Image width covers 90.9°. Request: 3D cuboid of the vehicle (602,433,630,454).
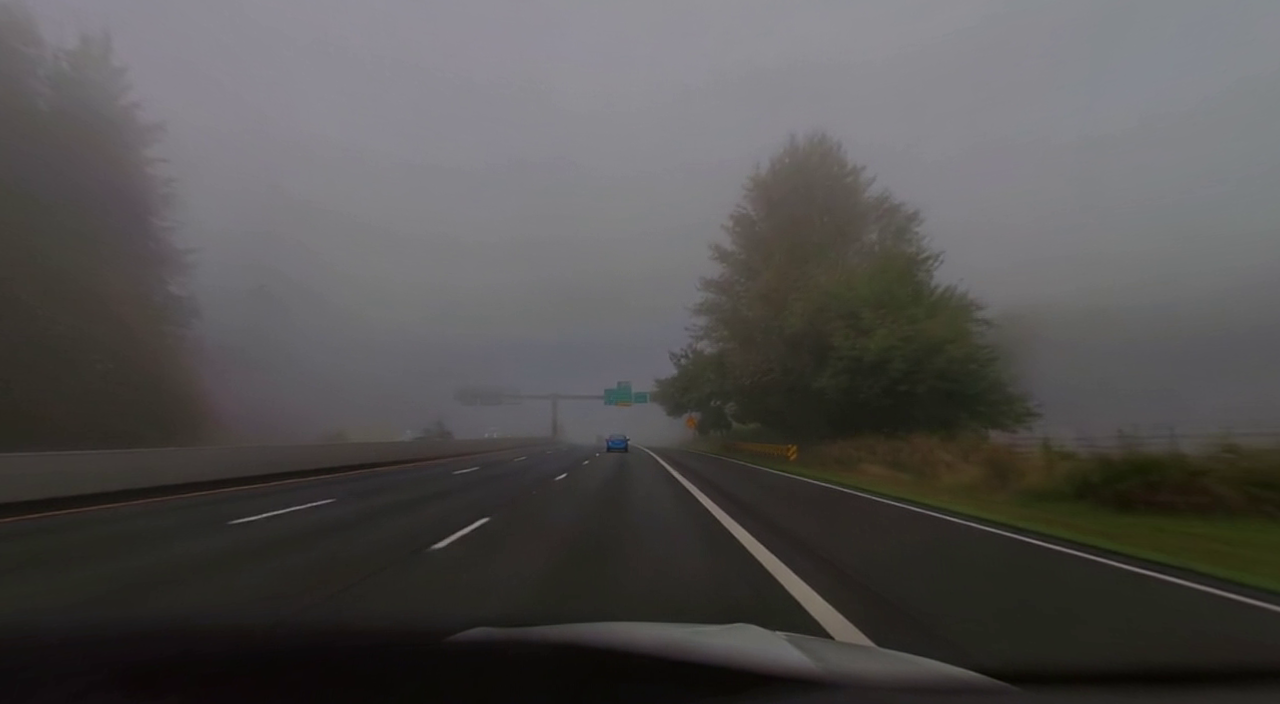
[{"bbox_3d":[-1.796,6.829,47.180,2.000,1.491,3.913,0,-8,-2],"label":"vehicle"}]
